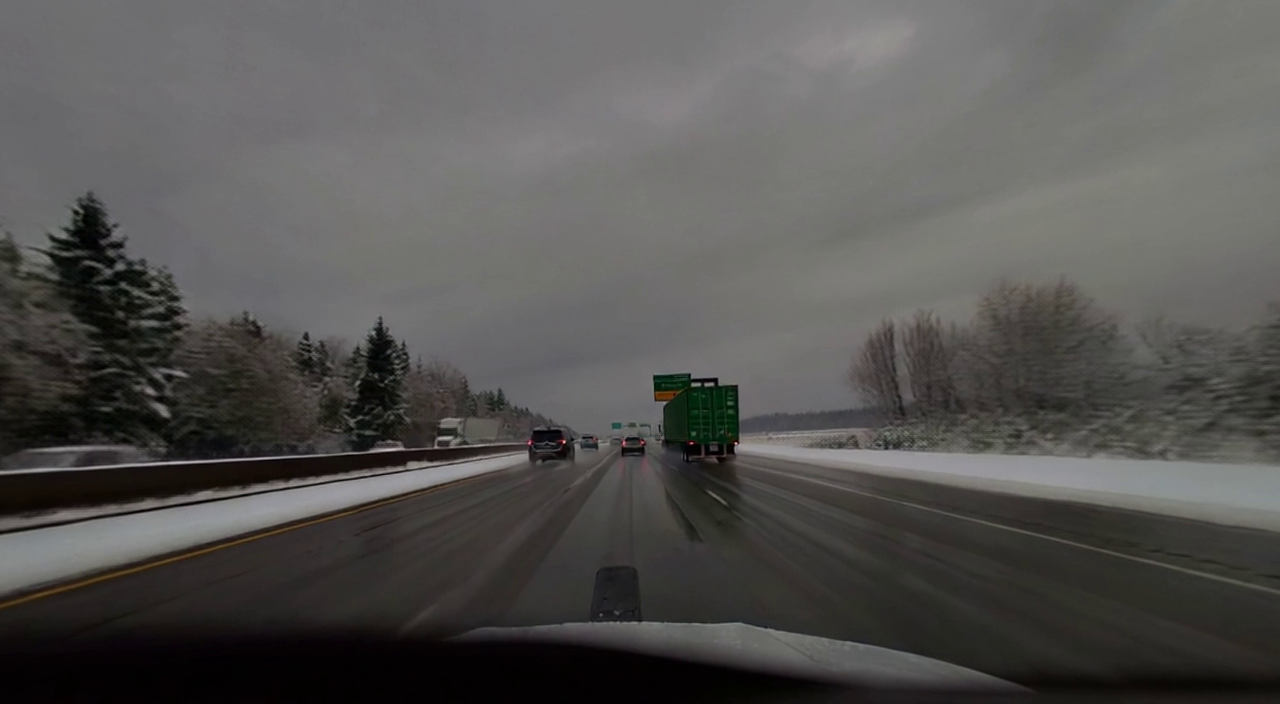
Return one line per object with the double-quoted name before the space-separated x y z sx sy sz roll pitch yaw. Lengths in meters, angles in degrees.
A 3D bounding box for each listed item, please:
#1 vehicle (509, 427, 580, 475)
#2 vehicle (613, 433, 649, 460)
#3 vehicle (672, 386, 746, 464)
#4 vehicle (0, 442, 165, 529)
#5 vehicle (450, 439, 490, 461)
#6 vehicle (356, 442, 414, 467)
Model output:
"vehicle" -3.558 3.770 24.306 2.054 1.671 4.445 0 -8 0
"vehicle" -0.576 5.853 39.041 2.088 1.567 4.240 0 -8 -1
"vehicle" 3.619 4.154 35.084 2.883 3.836 7.894 0 -8 -2
"vehicle" -12.485 2.616 12.829 1.954 1.527 4.652 0 -8 -1
"vehicle" -12.498 7.192 46.410 1.871 1.495 3.907 0 -8 0
"vehicle" -16.239 6.528 40.254 1.863 1.501 4.305 0 -8 0
